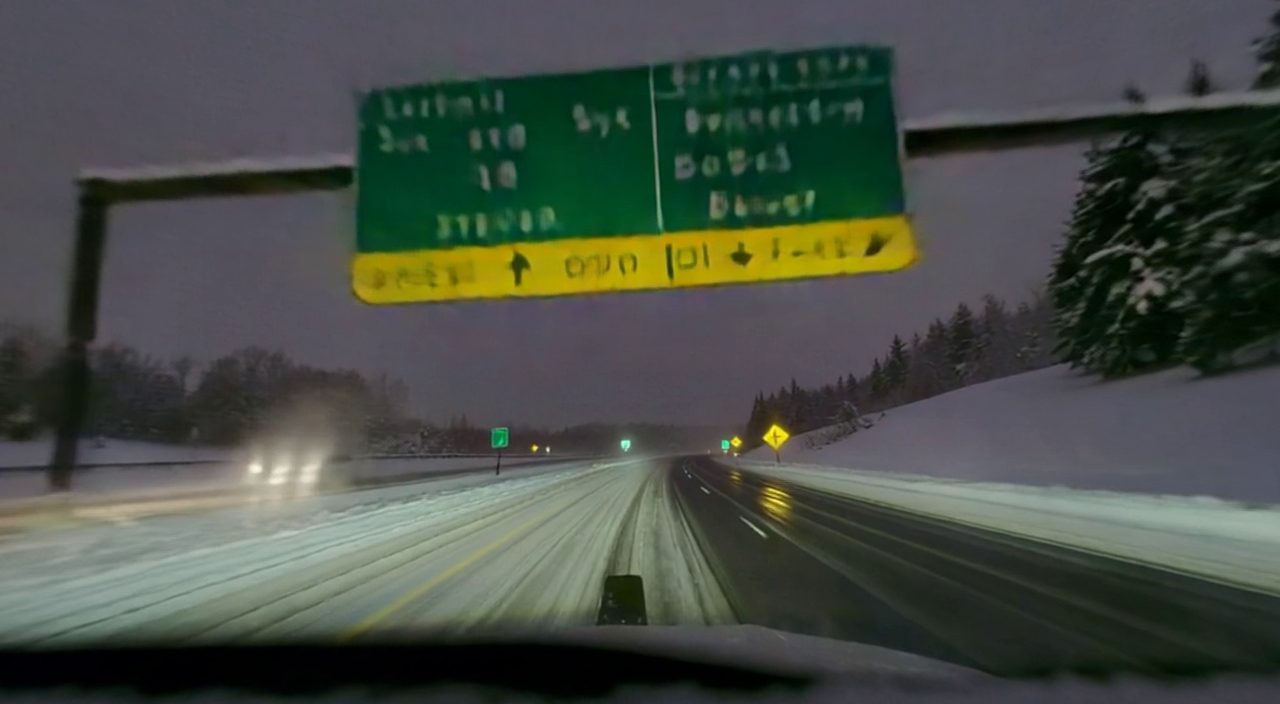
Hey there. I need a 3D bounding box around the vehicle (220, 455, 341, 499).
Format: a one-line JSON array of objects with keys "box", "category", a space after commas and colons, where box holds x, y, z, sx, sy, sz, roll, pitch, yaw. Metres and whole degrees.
[{"box": [-13.782, 4.786, 24.533, 1.930, 1.530, 4.519, 0, -9, 2], "category": "vehicle"}]
